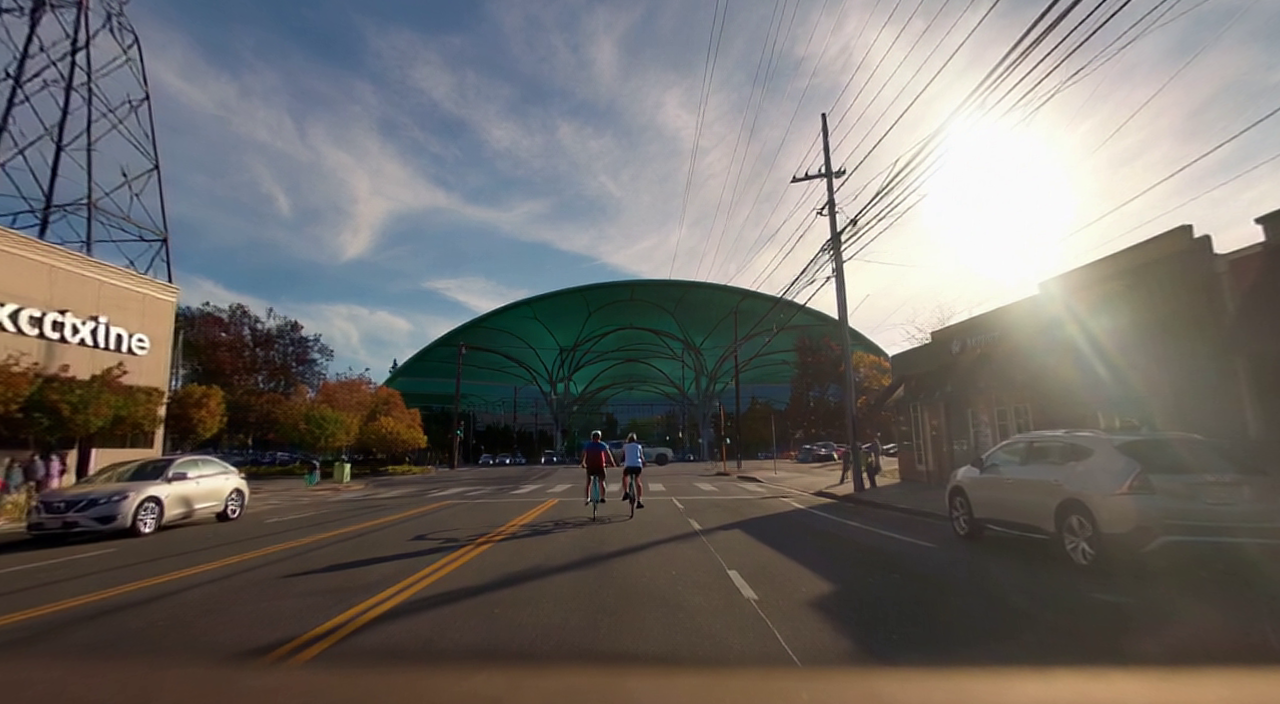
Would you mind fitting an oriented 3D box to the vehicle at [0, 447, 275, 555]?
[{"bbox_3d":[-10.244,2.951,13.431,2.075,1.816,4.900,0,-9,-1],"label":"vehicle"}]

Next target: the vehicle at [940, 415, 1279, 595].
[{"bbox_3d":[5.822,1.774,8.158,1.873,1.714,3.979,0,-9,0],"label":"vehicle"}]

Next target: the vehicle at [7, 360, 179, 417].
[{"bbox_3d":[-17.105,1.184,19.909,3.685,1.584,1.708,1,-9,-3],"label":"vehicle"}]

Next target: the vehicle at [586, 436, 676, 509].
[{"bbox_3d":[-0.179,3.265,17.567,2.190,1.783,4.048,0,-9,1],"label":"vehicle"}]
